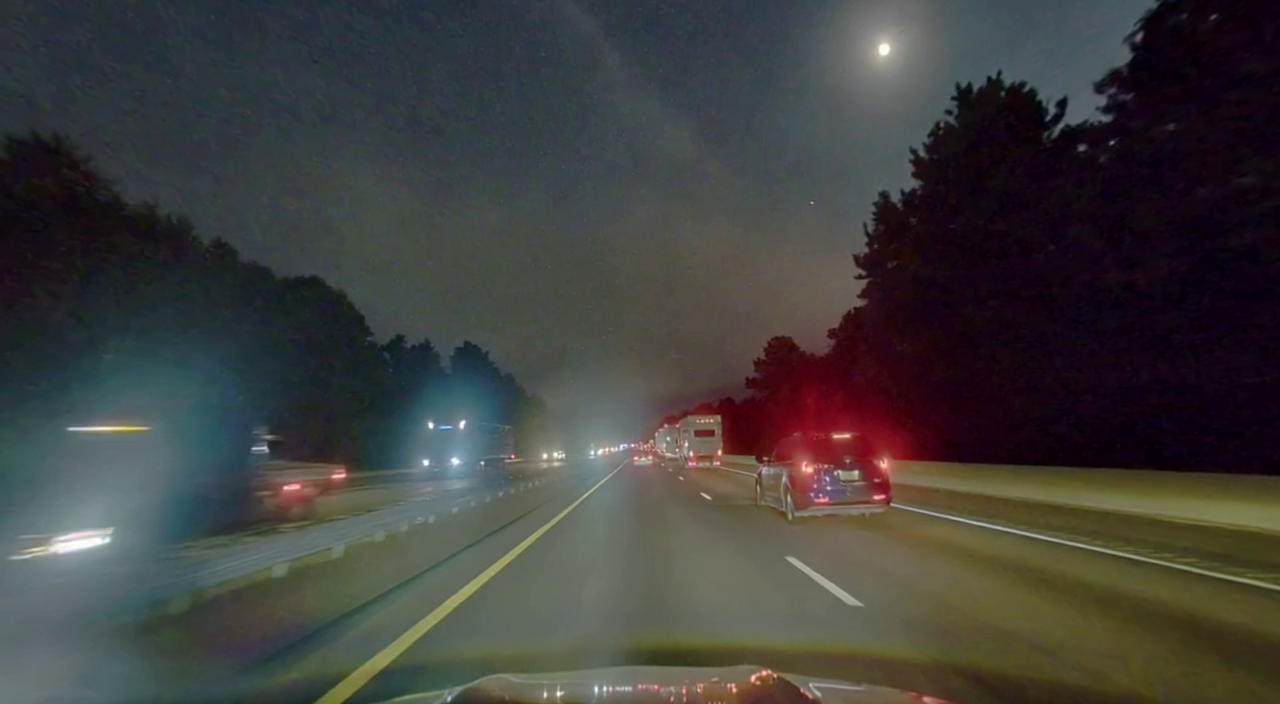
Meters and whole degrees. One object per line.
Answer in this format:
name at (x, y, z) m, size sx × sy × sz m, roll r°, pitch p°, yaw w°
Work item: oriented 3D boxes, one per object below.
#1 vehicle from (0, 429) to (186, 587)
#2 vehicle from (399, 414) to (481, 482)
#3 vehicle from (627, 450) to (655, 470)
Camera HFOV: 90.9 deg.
vehicle at (-8.104, 1.830, 7.608) m, size 2.005 × 1.730 × 4.270 m, roll 0°, pitch -9°, yaw 0°
vehicle at (-12.464, 6.064, 39.925) m, size 3.069 × 3.904 × 6.259 m, roll 0°, pitch -9°, yaw 0°
vehicle at (0.067, 7.722, 45.200) m, size 1.926 × 1.386 × 3.615 m, roll 0°, pitch -9°, yaw 0°
